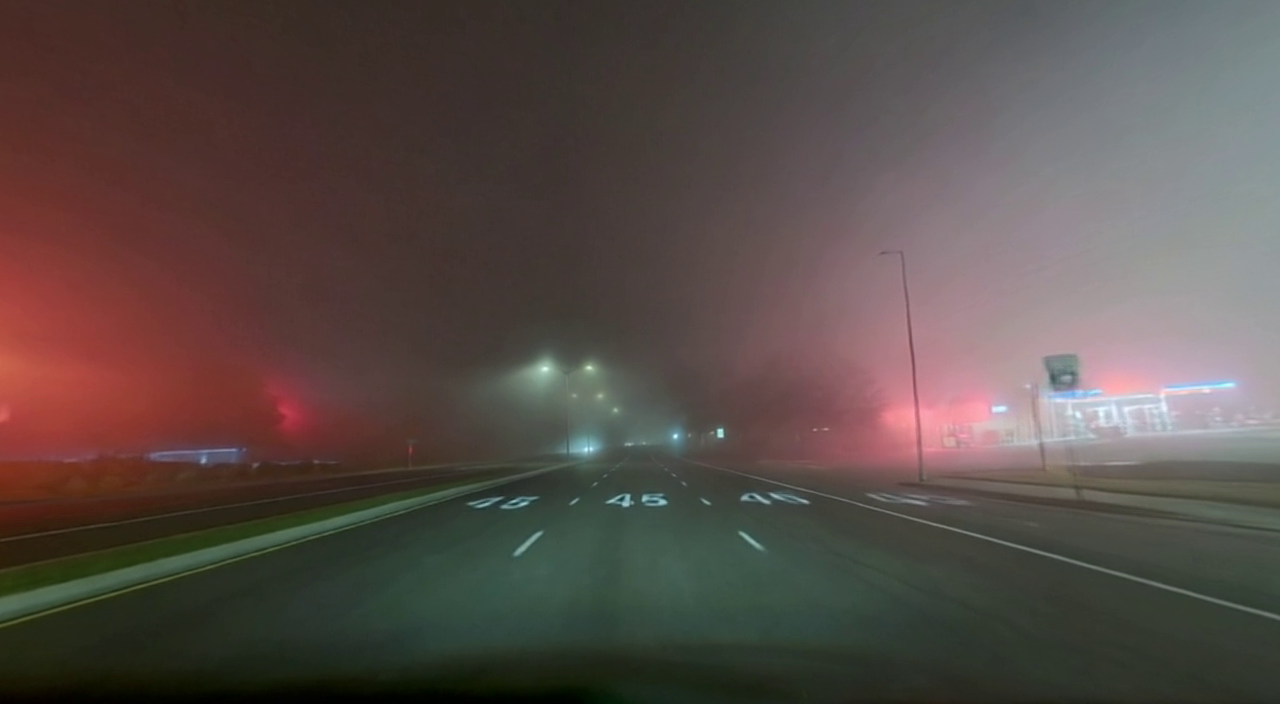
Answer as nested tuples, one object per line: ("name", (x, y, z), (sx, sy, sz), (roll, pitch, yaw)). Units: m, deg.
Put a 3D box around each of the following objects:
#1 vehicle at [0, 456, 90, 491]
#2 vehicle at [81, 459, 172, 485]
("vehicle", (-38.175, 7.668, 40.218), (2.005, 1.915, 5.056), (0, -8, -4))
("vehicle", (-32.992, 7.708, 40.805), (1.809, 1.448, 4.747), (-1, -8, 2))
